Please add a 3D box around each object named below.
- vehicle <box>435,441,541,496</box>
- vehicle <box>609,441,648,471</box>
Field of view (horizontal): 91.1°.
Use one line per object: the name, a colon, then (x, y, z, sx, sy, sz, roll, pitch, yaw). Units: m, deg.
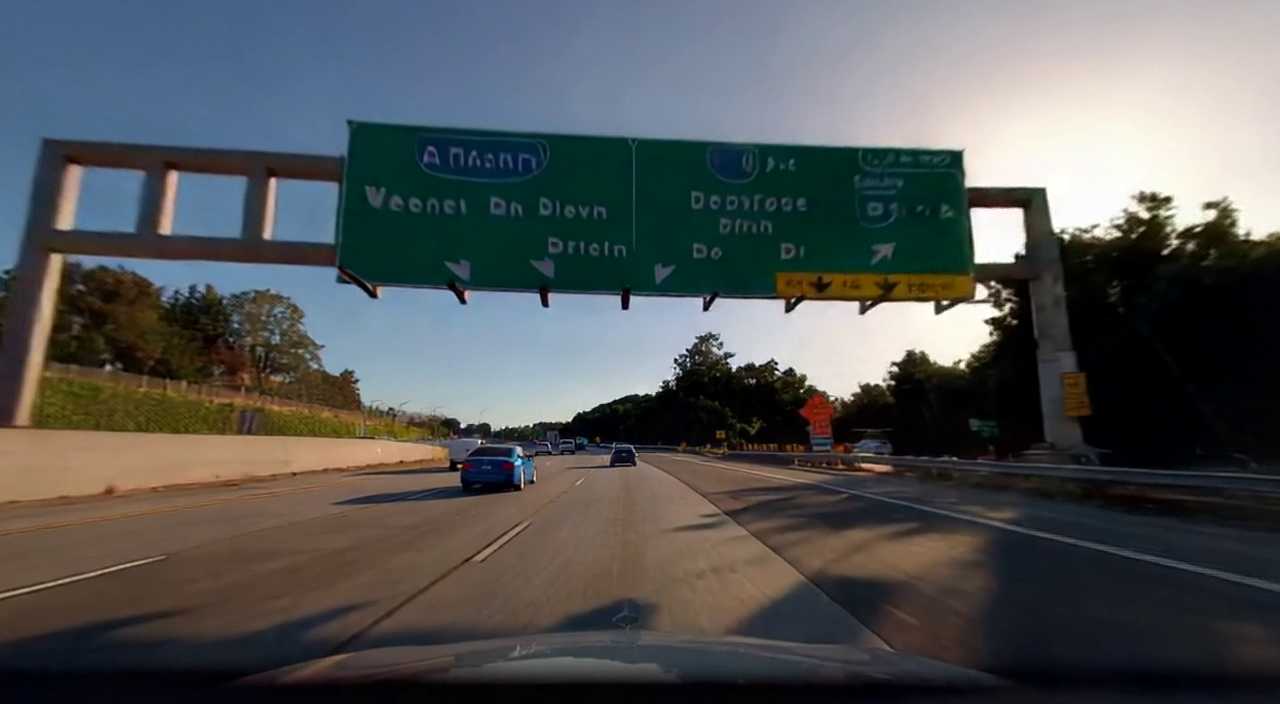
vehicle: (-4.286, 3.334, 18.449, 2.001, 1.415, 4.360, 0, -8, 0)
vehicle: (-0.630, 5.647, 34.354, 1.963, 1.462, 4.681, 0, -8, -1)
